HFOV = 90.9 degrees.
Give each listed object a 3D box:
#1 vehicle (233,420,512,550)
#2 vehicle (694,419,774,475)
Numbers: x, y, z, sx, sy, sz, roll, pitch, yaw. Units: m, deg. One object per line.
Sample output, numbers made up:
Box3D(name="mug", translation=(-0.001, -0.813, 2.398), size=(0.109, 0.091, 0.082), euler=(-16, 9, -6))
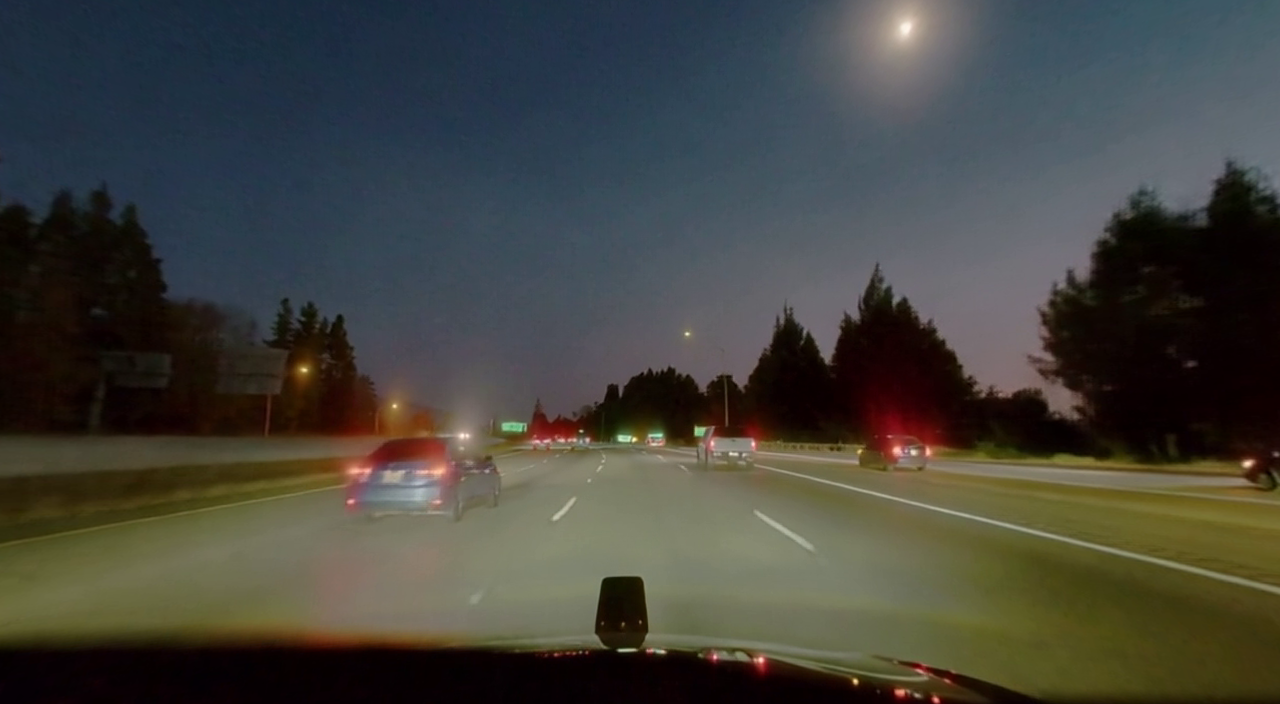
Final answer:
Box3D(name="vehicle", translation=(-3.590, 1.881, 9.762), size=(2.183, 1.486, 4.848), euler=(0, -8, 0))
Box3D(name="vehicle", translation=(3.229, 3.396, 22.652), size=(2.043, 1.795, 4.347), euler=(0, -8, -2))
